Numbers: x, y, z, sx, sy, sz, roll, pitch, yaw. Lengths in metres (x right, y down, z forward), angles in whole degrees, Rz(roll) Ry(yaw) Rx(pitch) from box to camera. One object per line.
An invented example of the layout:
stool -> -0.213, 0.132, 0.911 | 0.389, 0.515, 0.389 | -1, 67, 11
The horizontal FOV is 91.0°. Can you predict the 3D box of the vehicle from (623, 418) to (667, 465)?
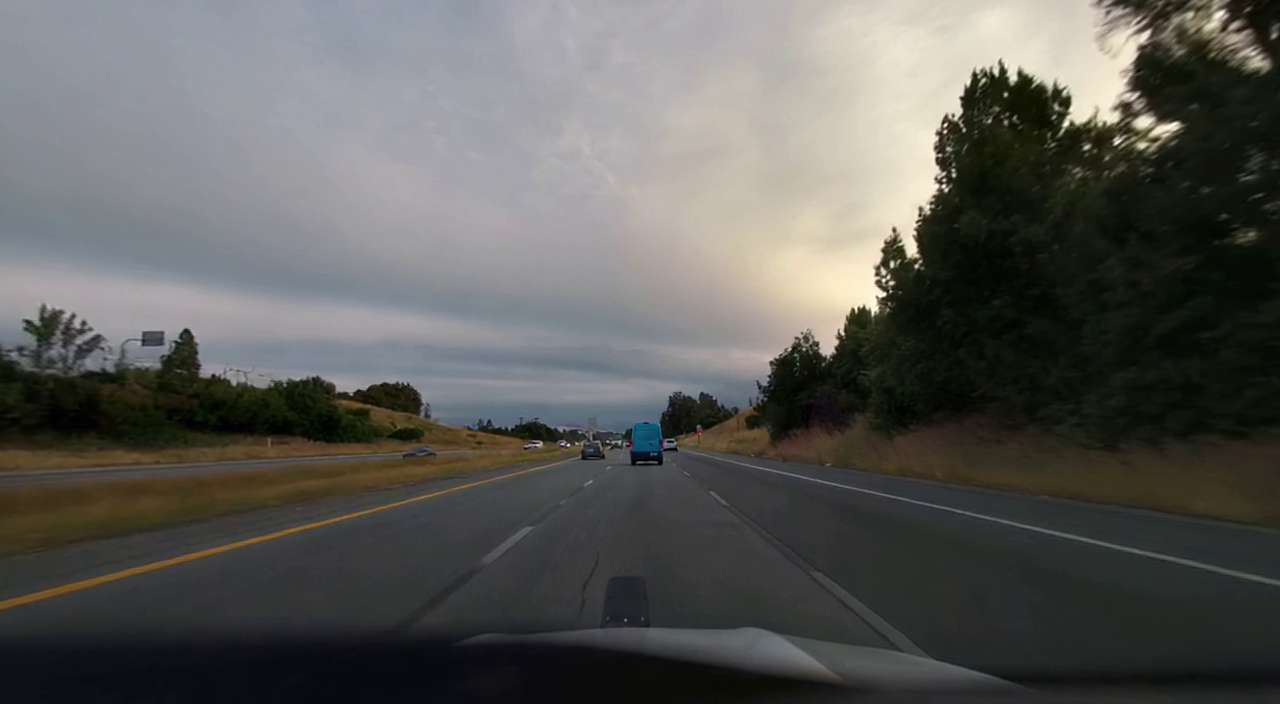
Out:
vehicle -> 0.258, 5.146, 36.141 | 2.329, 2.483, 5.428 | 0, -8, 0
